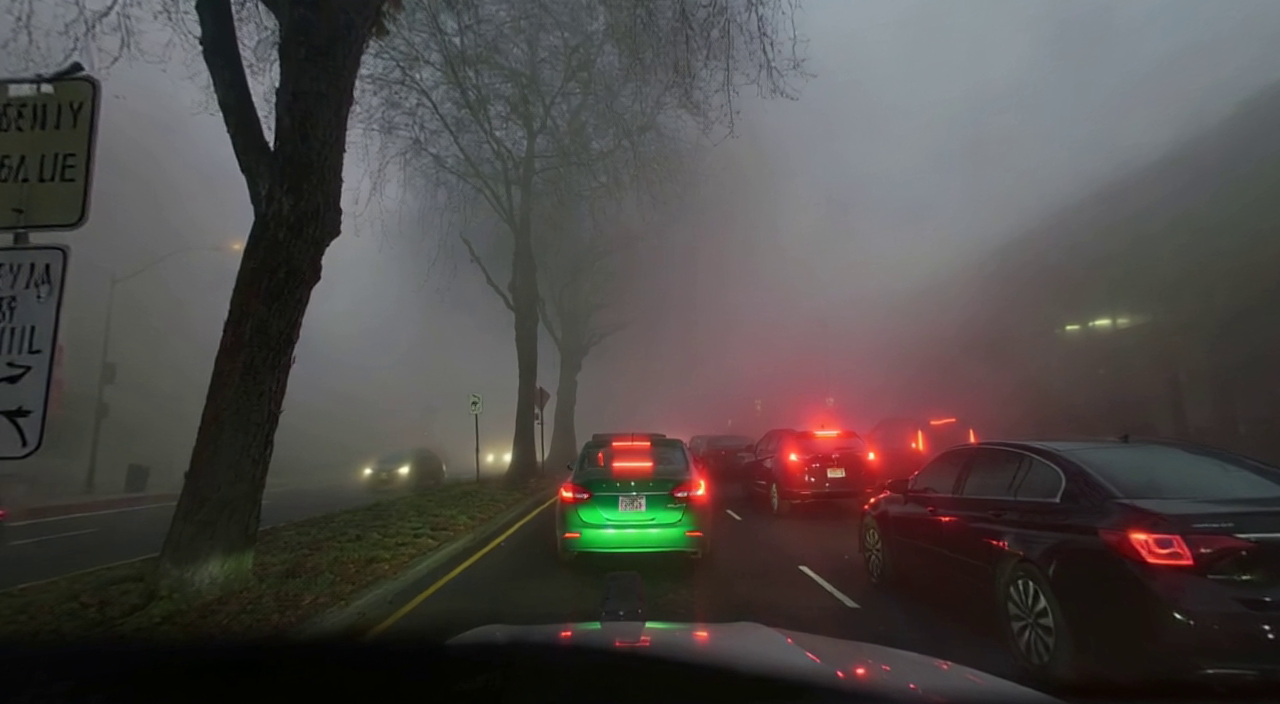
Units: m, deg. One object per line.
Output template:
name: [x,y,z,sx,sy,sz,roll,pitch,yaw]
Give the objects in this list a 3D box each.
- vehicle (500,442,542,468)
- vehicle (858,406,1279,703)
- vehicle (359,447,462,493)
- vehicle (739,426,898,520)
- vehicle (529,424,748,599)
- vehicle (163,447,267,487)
vehicle: [-8.138,7.073,43.677,2.079,1.695,4.374,0,-9,0]
vehicle: [3.303,1.255,4.496,1.988,1.480,4.195,0,-9,0]
vehicle: [-7.975,4.121,22.462,1.991,1.433,4.261,0,-9,1]
vehicle: [3.527,2.476,13.431,2.025,1.660,4.263,0,-9,-1]
vehicle: [-0.032,1.651,7.302,1.887,1.487,3.535,0,-9,-1]
vehicle: [-20.602,5.519,30.637,4.329,1.773,2.072,-4,-9,24]
